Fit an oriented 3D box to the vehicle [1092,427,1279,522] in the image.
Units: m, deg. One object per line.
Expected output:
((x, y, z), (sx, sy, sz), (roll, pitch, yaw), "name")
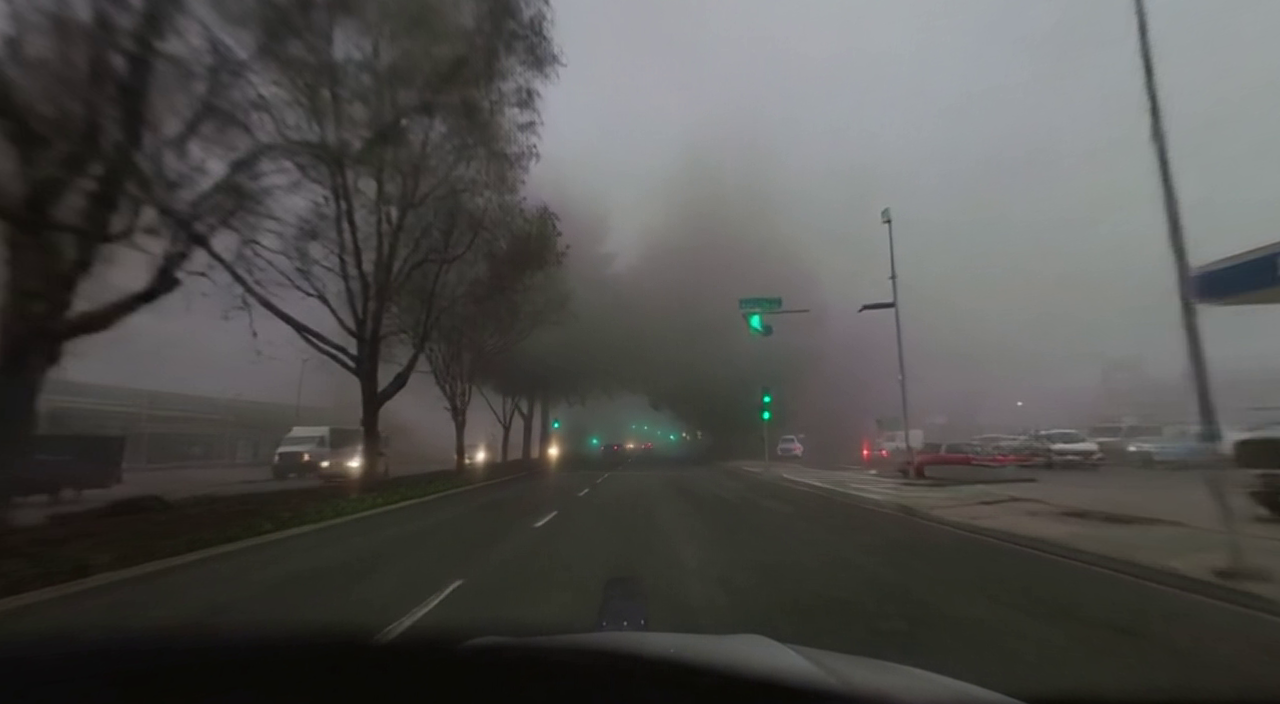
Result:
((11.345, 2.190, 11.748), (4.274, 1.487, 1.918), (-2, -8, 1), "vehicle")

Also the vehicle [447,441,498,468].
((-11.033, 6.767, 41.874), (2.078, 1.656, 4.624), (0, -9, 1), "vehicle")

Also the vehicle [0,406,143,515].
((-18.993, 3.157, 18.401), (2.837, 2.953, 7.214), (0, -9, 2), "vehicle")

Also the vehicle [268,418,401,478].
((-18.849, 6.093, 40.024), (2.958, 3.304, 10.523), (0, -9, 1), "vehicle")

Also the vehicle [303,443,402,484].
((-11.416, 4.453, 25.433), (1.860, 1.495, 4.409), (0, -9, 1), "vehicle")
